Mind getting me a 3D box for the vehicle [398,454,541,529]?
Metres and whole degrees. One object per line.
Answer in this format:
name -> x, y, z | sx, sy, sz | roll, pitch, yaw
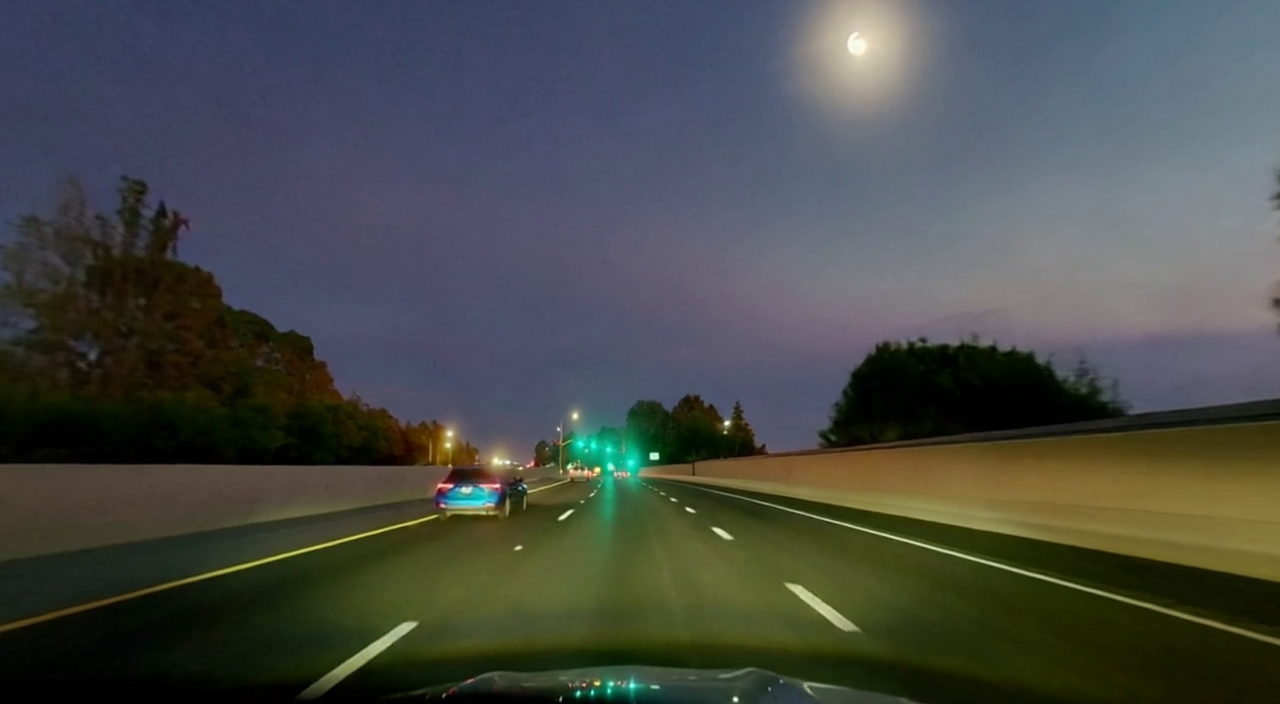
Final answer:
vehicle -> -4.096, 3.502, 16.223 | 2.328, 1.559, 5.041 | 1, -11, -1
